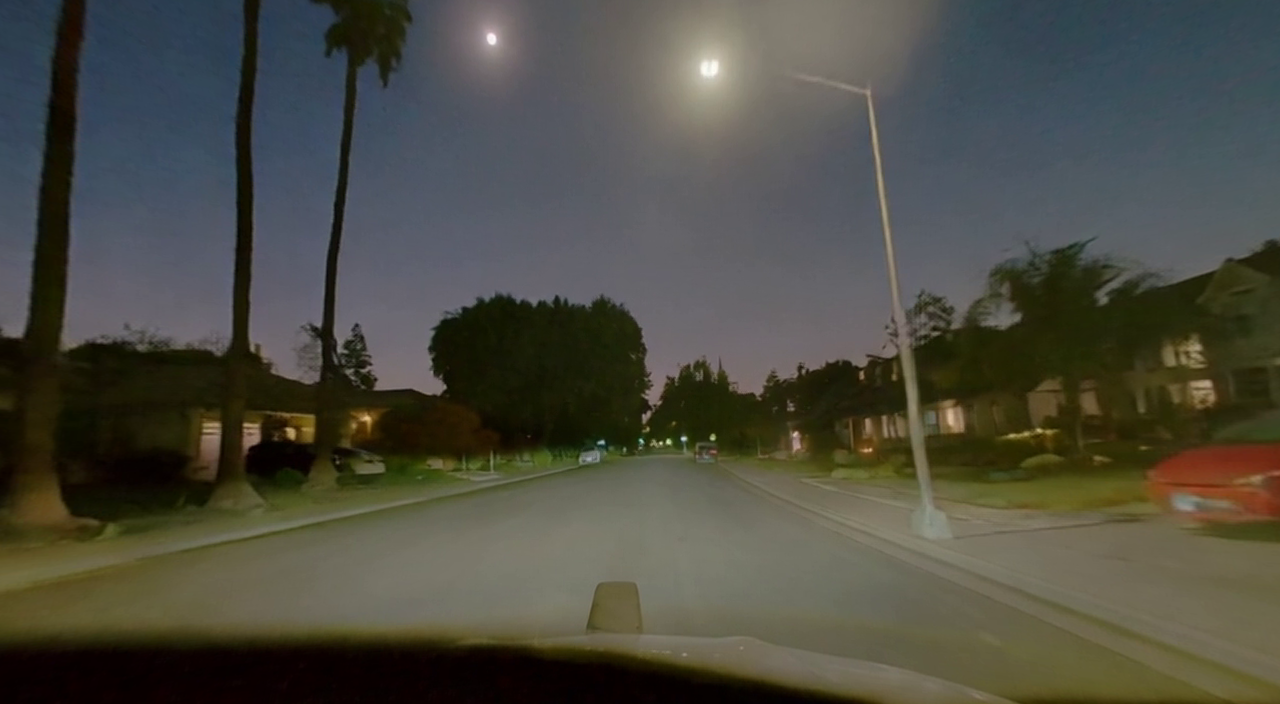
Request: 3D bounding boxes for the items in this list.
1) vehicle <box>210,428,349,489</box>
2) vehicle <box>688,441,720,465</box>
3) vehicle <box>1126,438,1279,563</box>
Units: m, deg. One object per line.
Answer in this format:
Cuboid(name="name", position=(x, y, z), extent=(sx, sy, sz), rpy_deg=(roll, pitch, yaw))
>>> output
Cuboid(name="vehicle", position=(-13.562, 4.095, 23.935), extent=(3.918, 1.719, 1.988), rpy_deg=(-3, -21, -2))
Cuboid(name="vehicle", position=(4.946, 7.882, 49.298), extent=(2.176, 1.762, 4.622), rpy_deg=(-1, -9, 2))
Cuboid(name="vehicle", position=(9.078, 1.776, 8.018), extent=(4.352, 1.355, 1.852), rpy_deg=(0, -9, -5))
